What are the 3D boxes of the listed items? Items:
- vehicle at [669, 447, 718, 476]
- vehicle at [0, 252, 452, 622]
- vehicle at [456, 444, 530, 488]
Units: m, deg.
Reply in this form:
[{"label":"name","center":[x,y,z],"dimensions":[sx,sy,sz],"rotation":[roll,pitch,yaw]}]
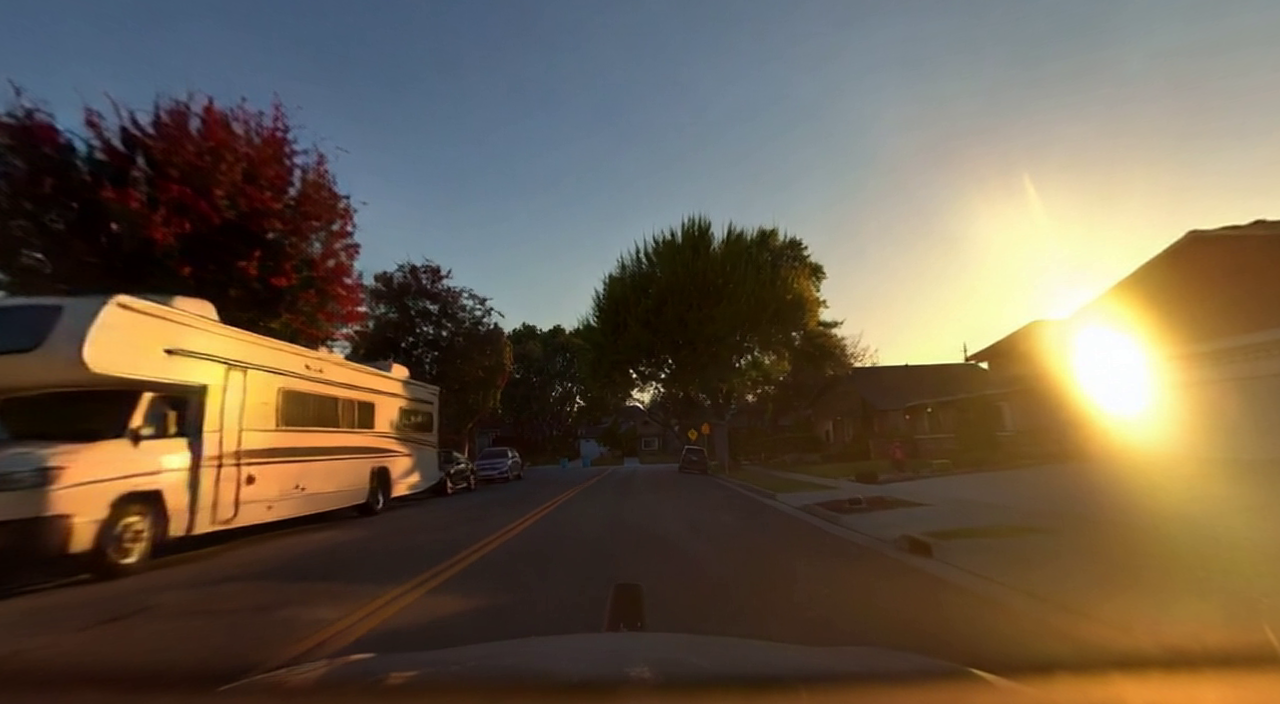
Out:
[{"label":"vehicle","center":[2.912,6.046,35.305],"dimensions":[2.167,1.479,4.597],"rotation":[0,-8,-2]},{"label":"vehicle","center":[-6.917,1.712,11.839],"dimensions":[3.103,3.479,11.801],"rotation":[-1,-9,0]},{"label":"vehicle","center":[-6.982,5.422,30.608],"dimensions":[2.225,1.817,5.731],"rotation":[-3,-8,0]}]
